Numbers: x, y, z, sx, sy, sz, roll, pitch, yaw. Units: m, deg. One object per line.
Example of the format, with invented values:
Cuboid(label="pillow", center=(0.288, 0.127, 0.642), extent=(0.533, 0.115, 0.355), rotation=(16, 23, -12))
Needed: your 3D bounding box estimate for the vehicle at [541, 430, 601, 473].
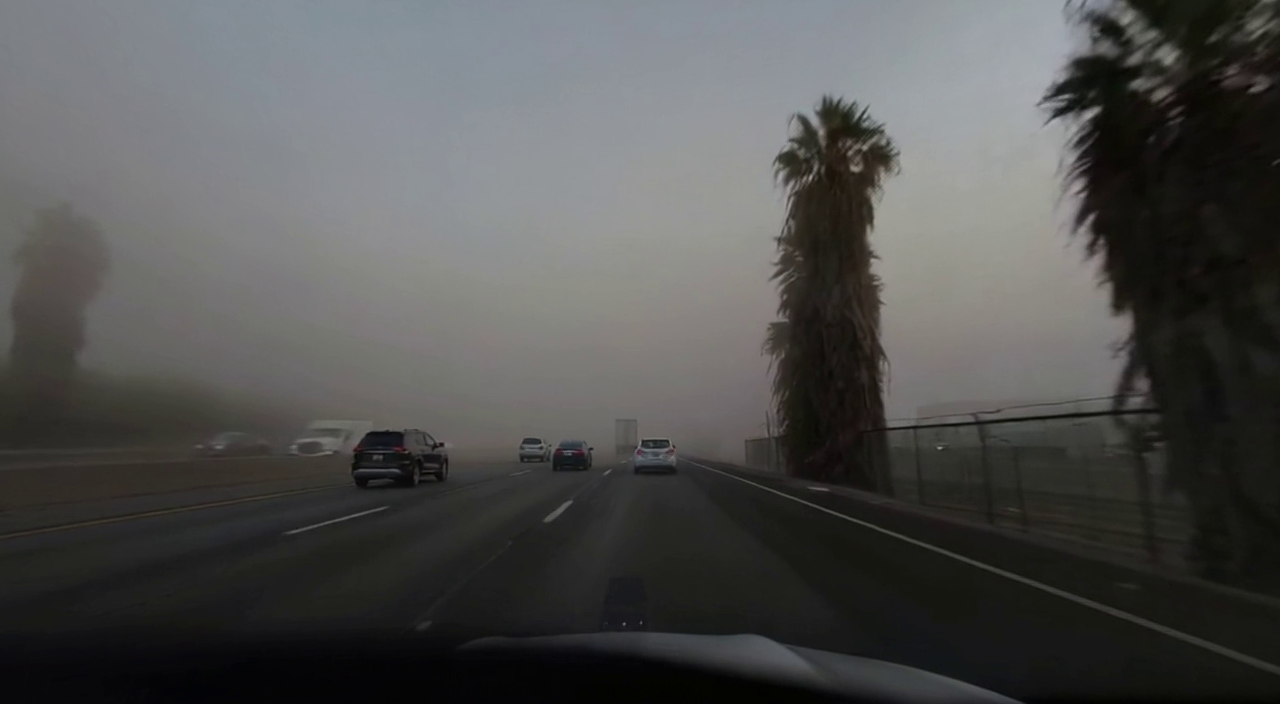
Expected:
Cuboid(label="vehicle", center=(-3.067, 4.538, 28.999), extent=(2.108, 1.832, 4.549), rotation=(0, -8, 1))

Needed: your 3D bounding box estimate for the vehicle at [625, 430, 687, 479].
Cuboid(label="vehicle", center=(0.563, 3.876, 24.080), extent=(2.136, 1.678, 4.052), rotation=(0, -8, 0))

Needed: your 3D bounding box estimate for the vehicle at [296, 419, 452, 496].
Cuboid(label="vehicle", center=(-6.907, 2.792, 17.080), extent=(2.105, 1.790, 4.689), rotation=(0, -8, 1))

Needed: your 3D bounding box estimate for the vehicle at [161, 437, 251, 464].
Cuboid(label="vehicle", center=(-27.486, 6.246, 40.173), extent=(1.946, 1.526, 5.273), rotation=(-1, -8, 1))

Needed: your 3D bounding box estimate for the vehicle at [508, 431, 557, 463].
Cuboid(label="vehicle", center=(-6.793, 6.080, 40.434), extent=(2.085, 1.932, 4.967), rotation=(0, -8, 2))
